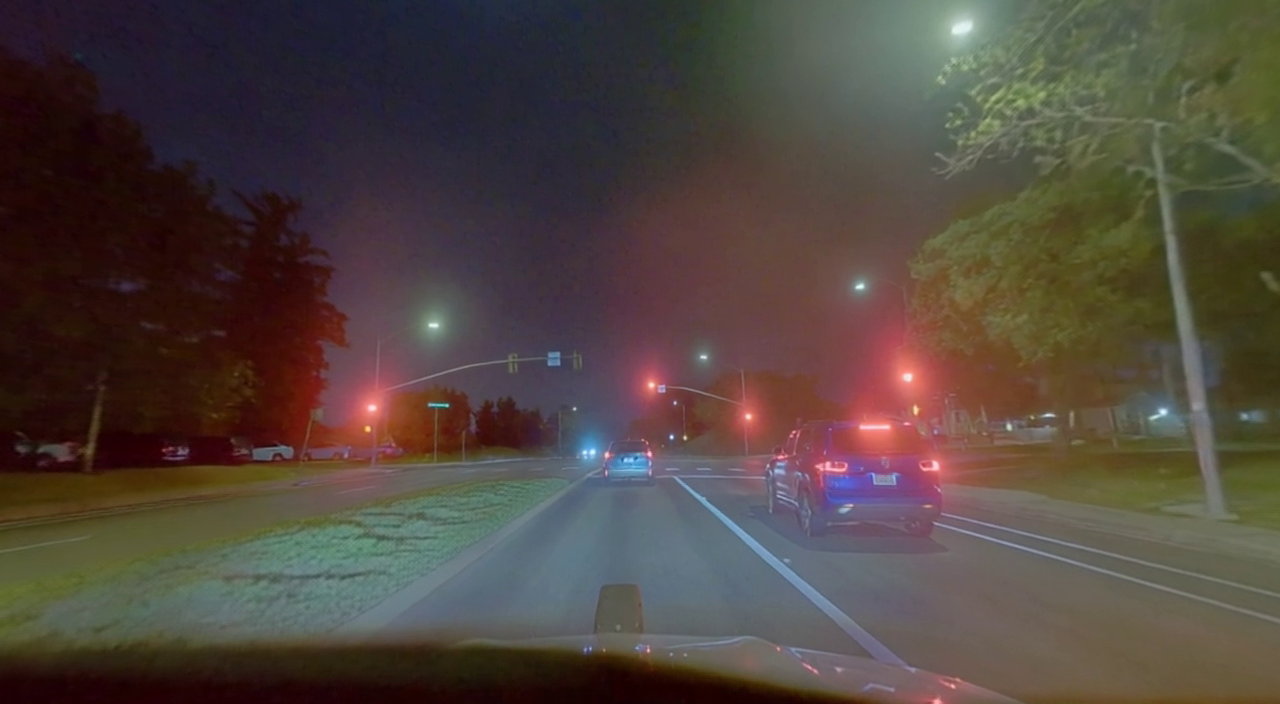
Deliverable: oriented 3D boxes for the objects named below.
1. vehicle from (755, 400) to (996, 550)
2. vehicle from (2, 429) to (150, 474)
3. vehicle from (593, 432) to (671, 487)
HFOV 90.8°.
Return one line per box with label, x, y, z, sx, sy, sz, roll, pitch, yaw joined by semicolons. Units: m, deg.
vehicle;3.208;1.790;9.779;2.046;1.768;4.370;0;-8;0
vehicle;-29.011;5.108;32.807;5.335;2.076;2.209;3;-10;-33
vehicle;-0.232;3.360;20.096;2.177;1.512;4.682;0;-8;0
